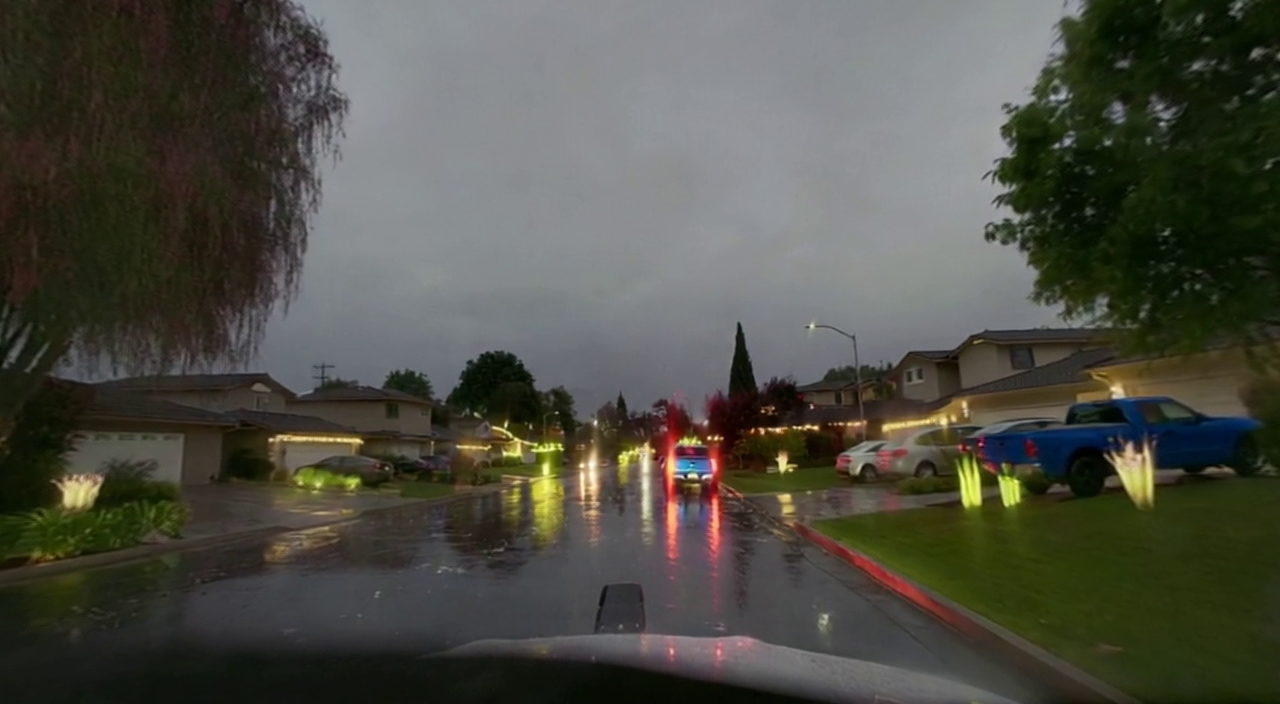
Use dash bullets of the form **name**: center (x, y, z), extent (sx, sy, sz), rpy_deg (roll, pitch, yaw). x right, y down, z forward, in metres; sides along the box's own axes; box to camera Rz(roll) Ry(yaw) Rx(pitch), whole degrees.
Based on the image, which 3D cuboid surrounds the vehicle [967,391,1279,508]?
- **vehicle**: center (8.916, 1.797, 11.656), extent (4.554, 1.515, 1.858), rpy_deg (-7, -9, 5)

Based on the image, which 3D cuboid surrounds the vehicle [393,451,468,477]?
- **vehicle**: center (-13.772, 7.364, 41.777), extent (4.319, 1.605, 1.770), rpy_deg (0, -9, -2)

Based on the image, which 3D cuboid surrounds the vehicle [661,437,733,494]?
- **vehicle**: center (2.289, 4.529, 25.630), extent (2.552, 2.024, 5.414), rpy_deg (-1, -9, 5)

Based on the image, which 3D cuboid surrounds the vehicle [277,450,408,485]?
- **vehicle**: center (-13.212, 5.134, 28.248), extent (4.916, 1.485, 1.807), rpy_deg (0, -9, 0)
